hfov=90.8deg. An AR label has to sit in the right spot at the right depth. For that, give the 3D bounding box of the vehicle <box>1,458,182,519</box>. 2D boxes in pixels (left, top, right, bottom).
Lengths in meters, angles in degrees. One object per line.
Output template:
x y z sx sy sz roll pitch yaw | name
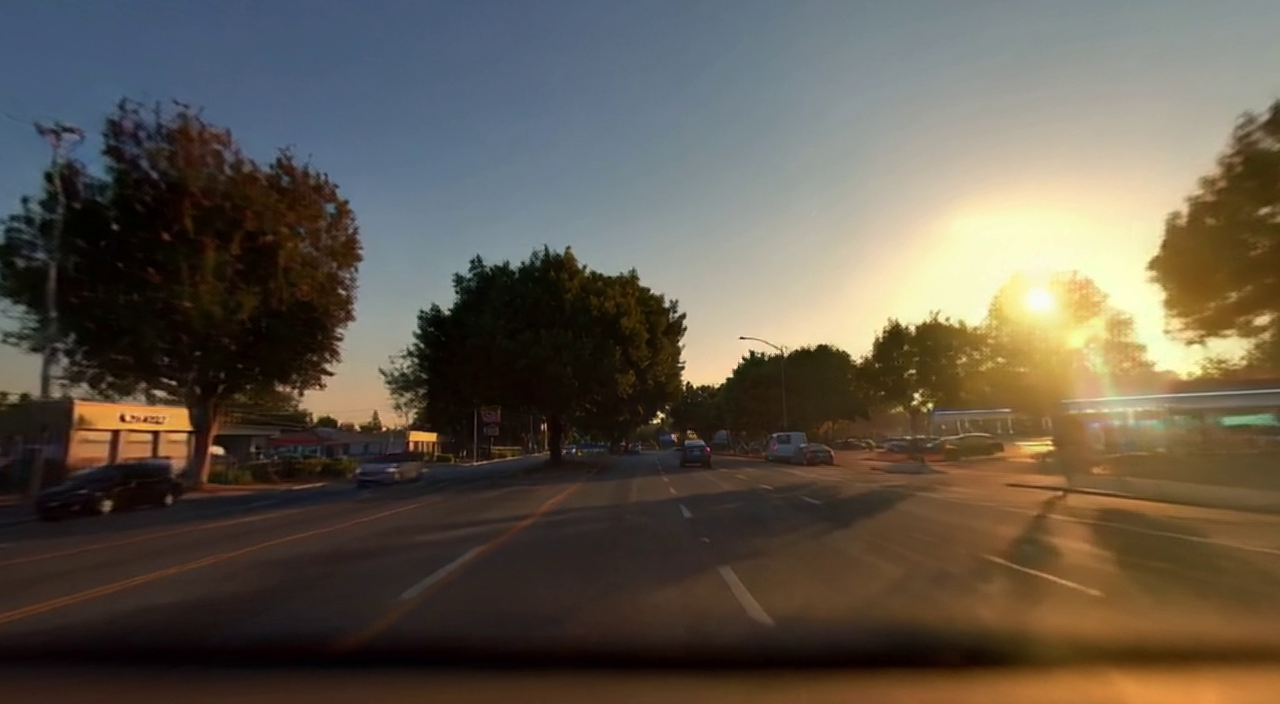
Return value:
-17.998 4.449 21.121 2.045 1.727 4.503 0 -9 -1 | vehicle

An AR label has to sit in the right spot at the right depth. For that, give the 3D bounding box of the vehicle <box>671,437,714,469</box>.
2.854 5.637 35.307 1.957 1.643 4.226 0 -9 -1 | vehicle

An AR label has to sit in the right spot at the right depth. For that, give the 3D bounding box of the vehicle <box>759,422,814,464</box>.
10.317 6.516 45.015 2.507 2.745 5.779 0 -9 0 | vehicle

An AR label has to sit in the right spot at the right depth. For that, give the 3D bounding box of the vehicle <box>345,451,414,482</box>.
-13.895 6.113 33.998 1.875 1.493 4.355 0 -9 -1 | vehicle

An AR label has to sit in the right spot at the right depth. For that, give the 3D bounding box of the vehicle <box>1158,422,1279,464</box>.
23.967 3.677 25.494 1.843 1.490 4.282 2 -9 -37 | vehicle

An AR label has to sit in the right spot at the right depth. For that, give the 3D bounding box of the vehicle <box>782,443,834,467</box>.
10.341 6.361 39.218 1.857 1.411 4.859 0 -9 0 | vehicle
